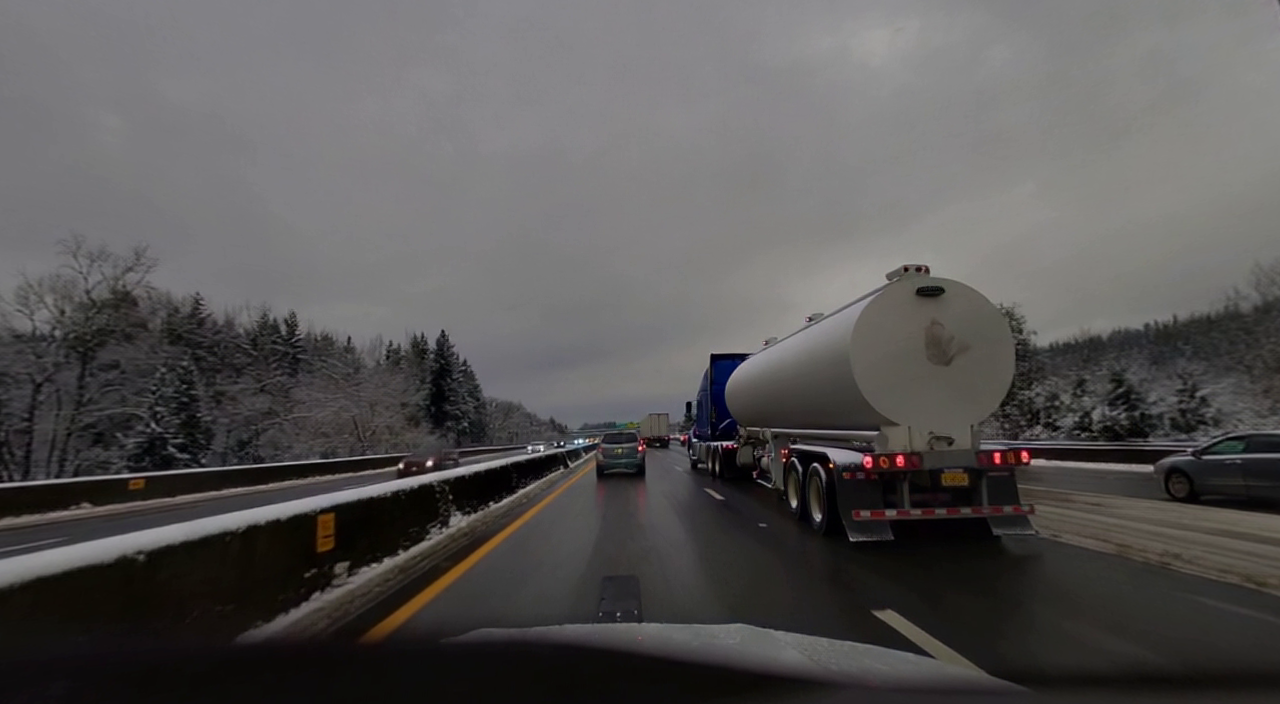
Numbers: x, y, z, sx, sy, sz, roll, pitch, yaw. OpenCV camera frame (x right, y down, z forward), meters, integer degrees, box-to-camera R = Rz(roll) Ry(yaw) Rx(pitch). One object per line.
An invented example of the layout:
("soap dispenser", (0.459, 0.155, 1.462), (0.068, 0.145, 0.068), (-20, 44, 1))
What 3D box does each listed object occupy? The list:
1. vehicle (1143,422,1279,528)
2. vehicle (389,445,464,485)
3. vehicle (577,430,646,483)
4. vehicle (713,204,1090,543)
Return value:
("vehicle", (9.807, 1.758, 9.113), (1.739, 1.471, 3.889), (0, -8, -2))
("vehicle", (-8.926, 4.729, 26.754), (1.853, 1.459, 4.228), (0, -8, -2))
("vehicle", (-0.852, 3.254, 20.021), (2.000, 1.510, 3.518), (0, -8, -1))
("vehicle", (3.467, 0.807, 11.833), (2.826, 3.905, 9.262), (0, -8, -2))
